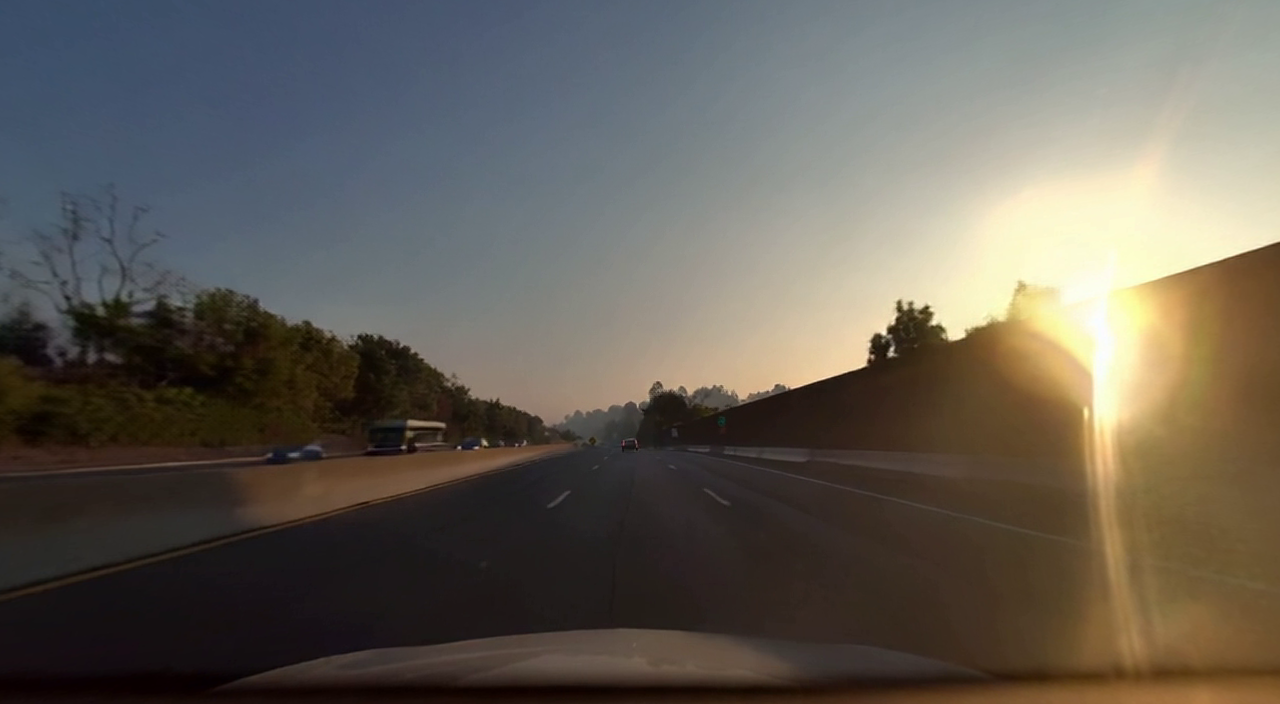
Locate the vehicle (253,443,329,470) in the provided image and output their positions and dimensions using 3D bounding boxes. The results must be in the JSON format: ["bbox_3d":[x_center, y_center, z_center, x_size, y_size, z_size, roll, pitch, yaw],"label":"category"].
[{"bbox_3d":[-20.305,6.051,36.908,1.961,1.430,4.442,0,-8,0],"label":"vehicle"}]

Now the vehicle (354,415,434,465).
[{"bbox_3d":[-16.541,5.951,42.966,2.477,3.099,7.368,0,-8,0],"label":"vehicle"}]
